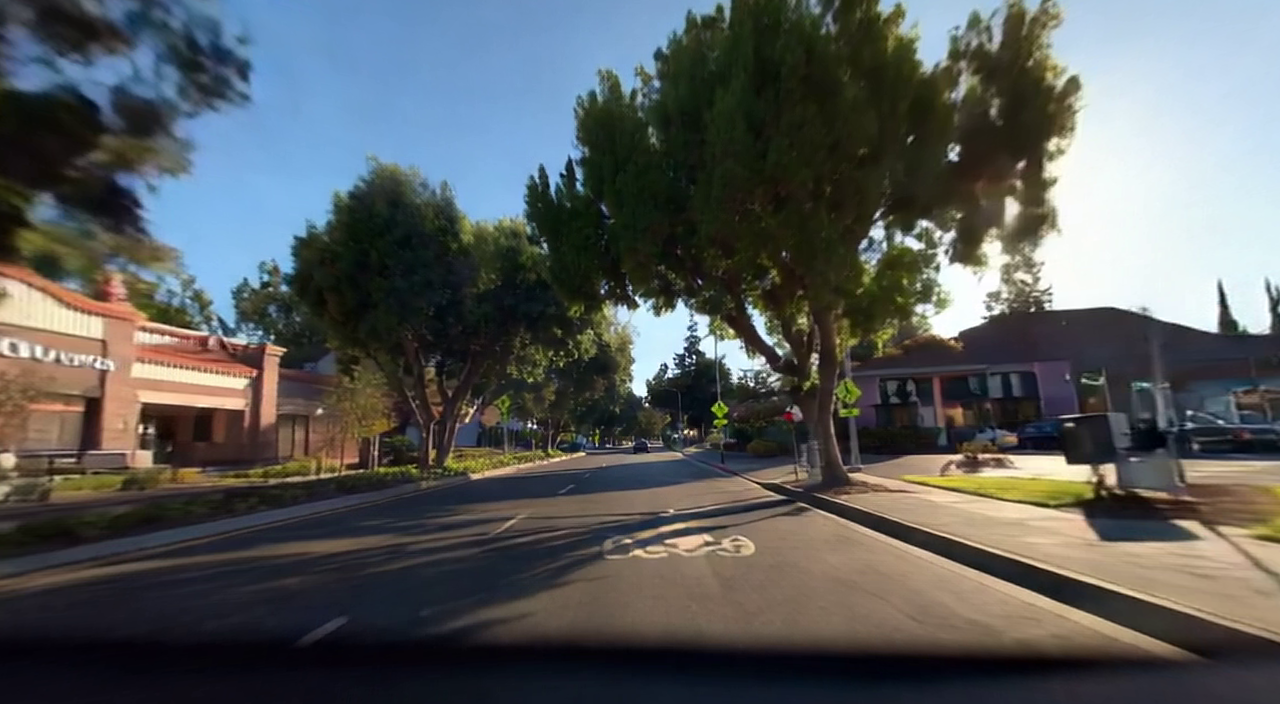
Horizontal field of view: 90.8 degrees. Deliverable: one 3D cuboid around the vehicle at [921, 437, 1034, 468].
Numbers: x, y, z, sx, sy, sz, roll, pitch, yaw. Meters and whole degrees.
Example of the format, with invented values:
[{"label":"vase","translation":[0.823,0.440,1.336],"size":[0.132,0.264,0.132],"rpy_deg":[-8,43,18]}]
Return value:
[{"label":"vehicle","translation":[17.125,5.086,32.268],"size":[4.563,1.457,2.139],"rpy_deg":[-1,-7,6]}]
